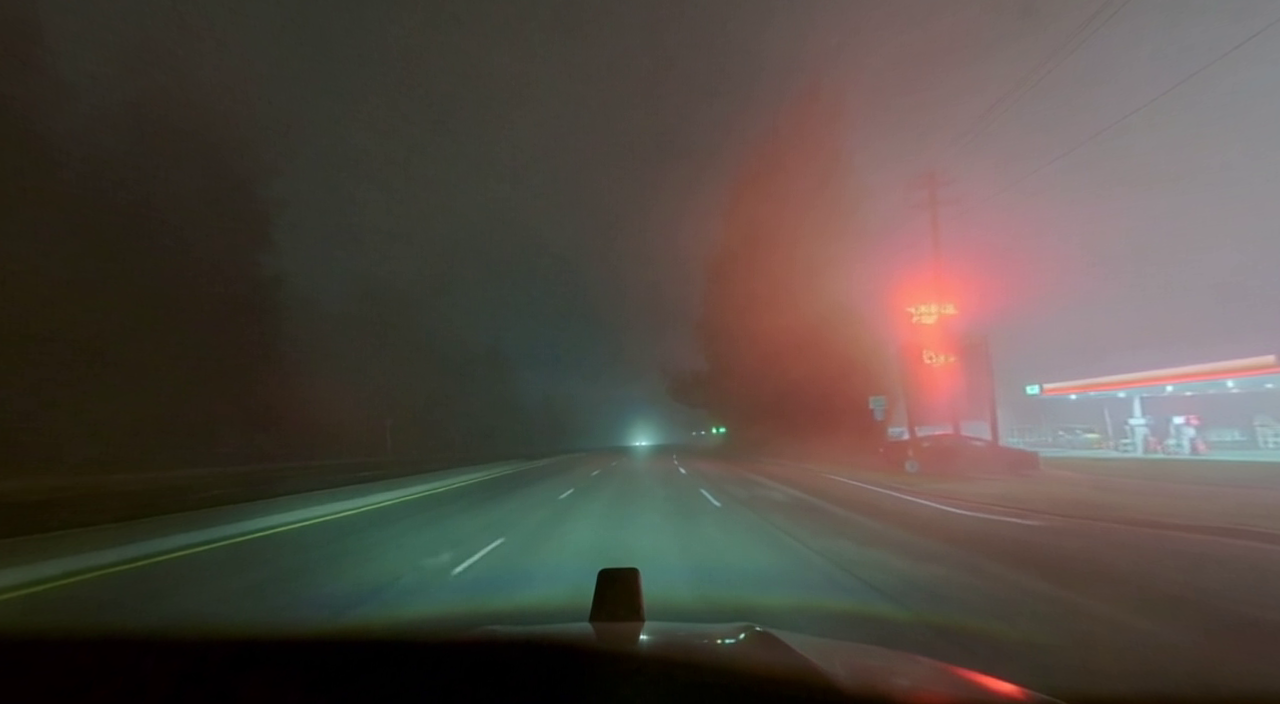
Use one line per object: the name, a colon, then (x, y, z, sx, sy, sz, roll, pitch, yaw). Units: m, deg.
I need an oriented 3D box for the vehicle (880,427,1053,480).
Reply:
vehicle: (10.400, 3.261, 20.399, 4.476, 1.629, 1.953, 0, -9, 0)
